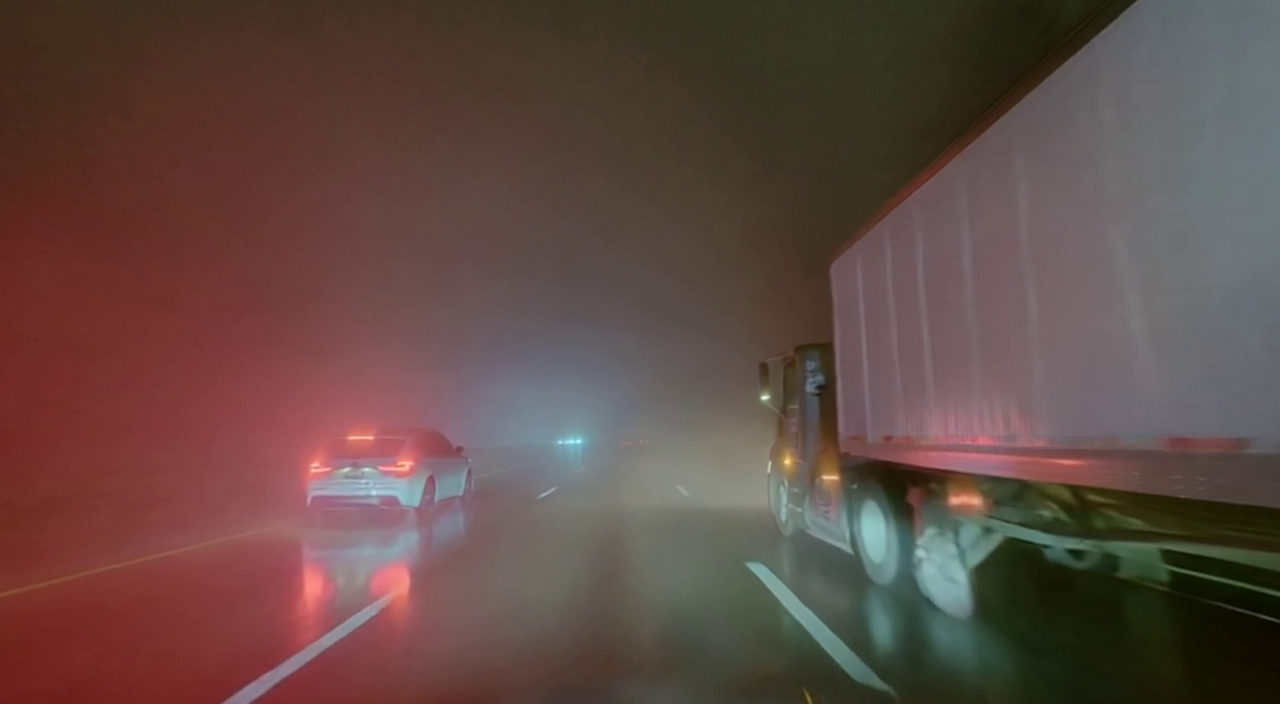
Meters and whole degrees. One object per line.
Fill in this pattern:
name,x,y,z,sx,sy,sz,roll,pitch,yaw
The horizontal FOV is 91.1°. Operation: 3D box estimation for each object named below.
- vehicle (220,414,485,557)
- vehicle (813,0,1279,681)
vehicle,-3.933,1.881,9.683,2.063,1.661,4.439,0,-8,-2
vehicle,3.872,-0.291,5.090,2.945,3.778,6.405,0,-7,-1
